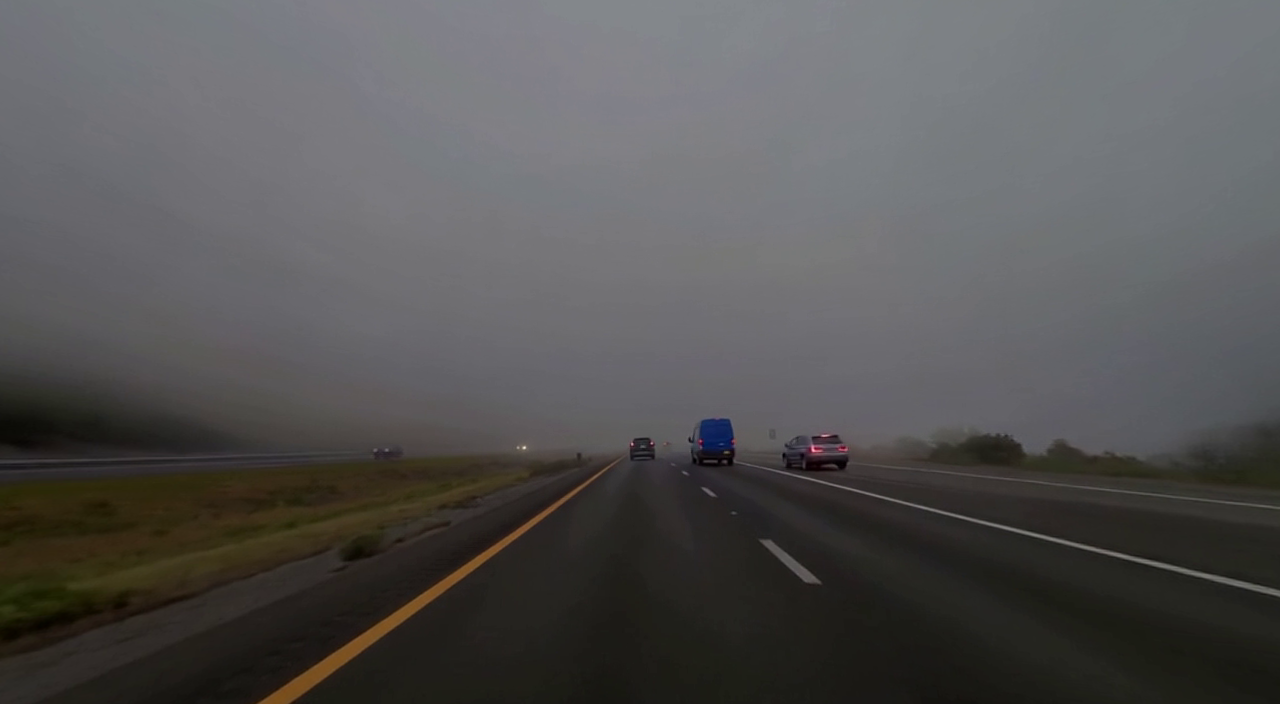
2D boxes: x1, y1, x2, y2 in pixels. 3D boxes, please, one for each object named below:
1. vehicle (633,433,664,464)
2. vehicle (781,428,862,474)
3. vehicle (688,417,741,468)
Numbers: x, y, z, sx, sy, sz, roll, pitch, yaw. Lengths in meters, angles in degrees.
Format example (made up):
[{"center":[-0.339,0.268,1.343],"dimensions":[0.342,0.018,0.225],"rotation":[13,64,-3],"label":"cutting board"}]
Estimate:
[{"center":[0.548,6.961,45.571],"dimensions":[2.131,2.122,4.473],"rotation":[0,-8,0],"label":"vehicle"},{"center":[8.188,4.534,29.019],"dimensions":[2.240,1.925,4.854],"rotation":[0,-8,-1],"label":"vehicle"},{"center":[4.157,5.240,36.460],"dimensions":[2.302,2.670,6.176],"rotation":[0,-8,0],"label":"vehicle"}]
